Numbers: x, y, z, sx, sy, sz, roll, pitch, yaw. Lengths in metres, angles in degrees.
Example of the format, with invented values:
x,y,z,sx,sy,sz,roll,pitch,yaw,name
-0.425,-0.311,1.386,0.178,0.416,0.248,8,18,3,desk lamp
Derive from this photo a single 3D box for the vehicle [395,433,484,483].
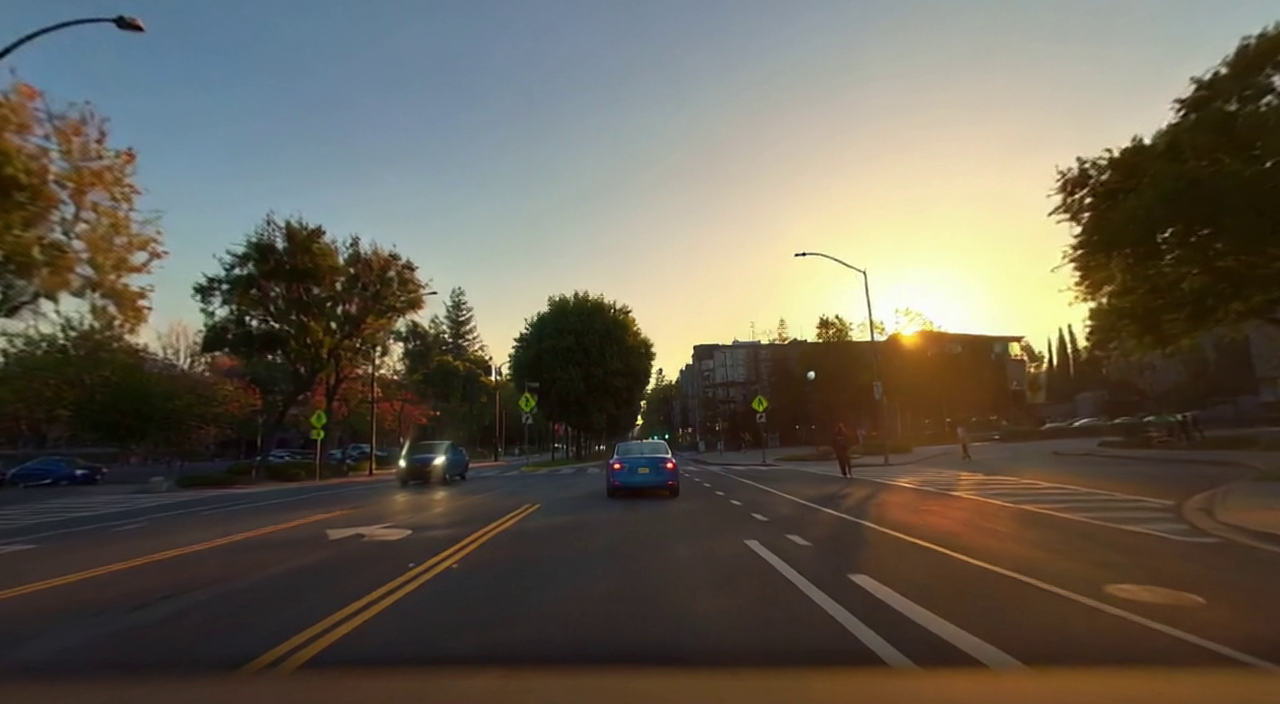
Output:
x,y,z,sx,sy,sz,roll,pitch,yaw,name
-8.537,4.548,27.429,2.179,1.933,5.034,0,-8,0,vehicle

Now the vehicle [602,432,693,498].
x,y,z,sx,sy,sz,roll,pitch,yaw,name
0.133,3.051,17.579,2.221,1.570,4.398,0,-8,-1,vehicle

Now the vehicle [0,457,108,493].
x,y,z,sx,sy,sz,roll,pitch,yaw,name
-30.332,6.241,32.379,2.024,1.558,4.830,0,-8,-3,vehicle
